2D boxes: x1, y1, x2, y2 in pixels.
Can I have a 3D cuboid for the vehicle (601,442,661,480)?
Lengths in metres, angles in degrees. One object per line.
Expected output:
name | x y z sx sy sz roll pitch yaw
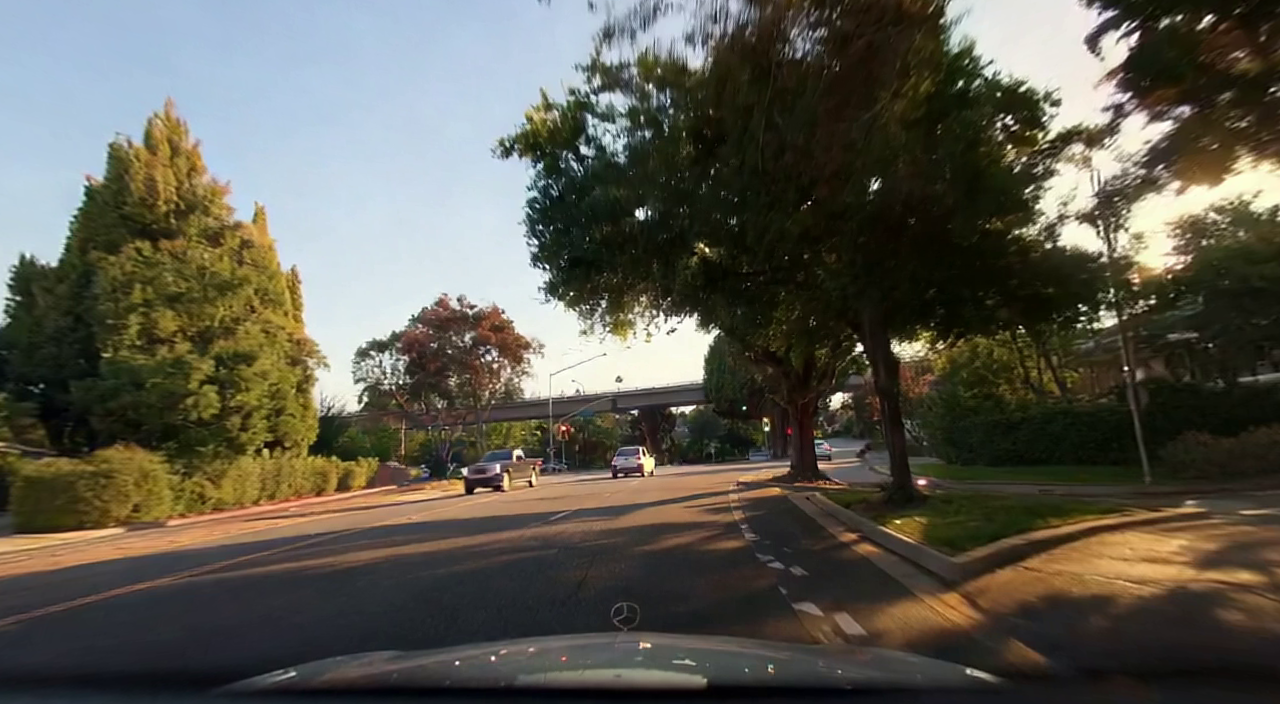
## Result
vehicle | -0.312 4.897 28.717 1.997 1.542 4.202 -1 -9 9

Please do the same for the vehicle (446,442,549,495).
vehicle | -5.493 4.569 25.336 2.177 1.871 5.550 -1 -9 7

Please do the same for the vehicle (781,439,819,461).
vehicle | 11.784 7.169 46.198 2.058 1.475 4.587 -3 -9 22
